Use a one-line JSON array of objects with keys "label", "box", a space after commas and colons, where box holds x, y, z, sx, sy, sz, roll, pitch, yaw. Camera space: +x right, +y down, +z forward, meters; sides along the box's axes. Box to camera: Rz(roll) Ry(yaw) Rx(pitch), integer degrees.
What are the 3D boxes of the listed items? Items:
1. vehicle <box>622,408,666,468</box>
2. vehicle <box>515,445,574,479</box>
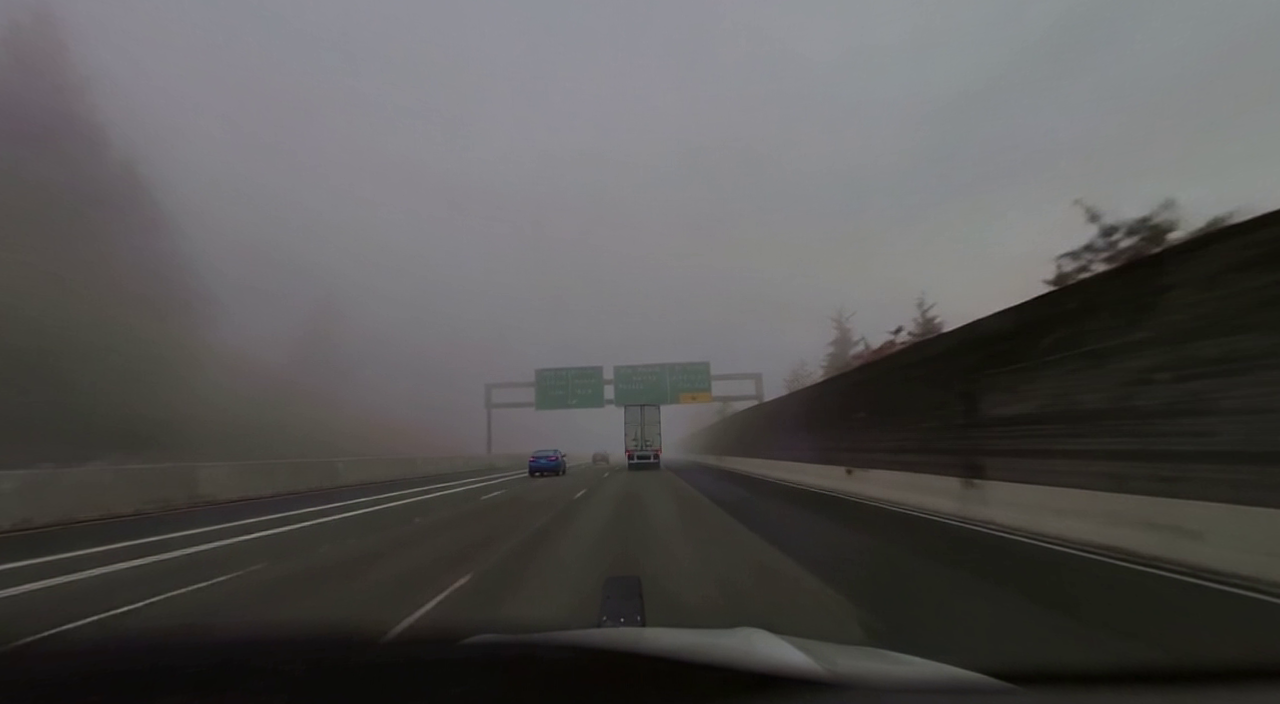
[{"label": "vehicle", "box": [0.339, 6.631, 48.079, 2.980, 4.051, 10.359, 0, -9, 1]}, {"label": "vehicle", "box": [-4.411, 5.159, 29.845, 1.977, 1.478, 4.702, 0, -9, 1]}]
